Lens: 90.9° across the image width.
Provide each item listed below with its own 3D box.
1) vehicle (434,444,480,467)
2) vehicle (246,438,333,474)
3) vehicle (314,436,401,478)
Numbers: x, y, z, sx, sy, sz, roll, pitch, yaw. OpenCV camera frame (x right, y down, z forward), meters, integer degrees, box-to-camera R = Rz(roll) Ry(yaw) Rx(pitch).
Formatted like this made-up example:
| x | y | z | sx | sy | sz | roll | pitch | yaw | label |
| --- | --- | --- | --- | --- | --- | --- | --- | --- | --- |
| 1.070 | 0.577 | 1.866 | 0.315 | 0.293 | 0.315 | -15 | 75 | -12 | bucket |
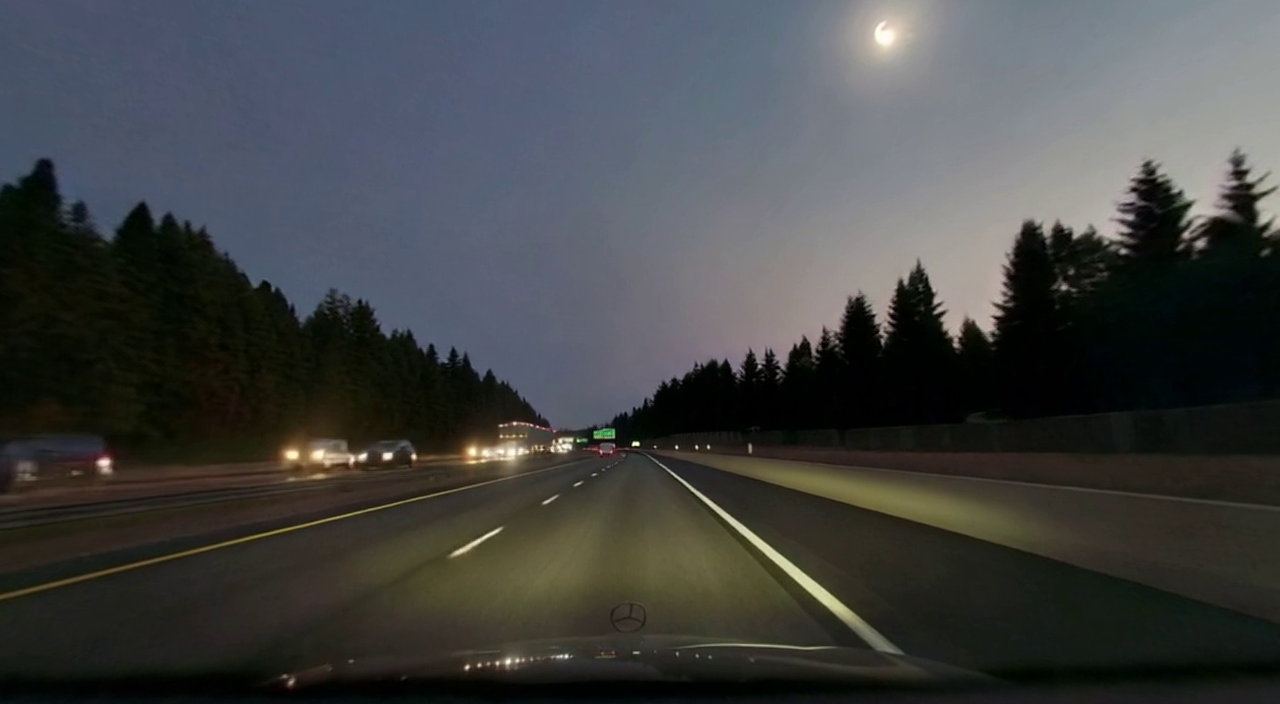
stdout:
| x | y | z | sx | sy | sz | roll | pitch | yaw | label |
| --- | --- | --- | --- | --- | --- | --- | --- | --- | --- |
| -12.529 | 7.105 | 43.309 | 1.887 | 1.507 | 4.030 | 0 | -9 | 1 | vehicle |
| -17.921 | 5.349 | 32.492 | 2.011 | 1.738 | 4.256 | 0 | -9 | 0 | vehicle |
| -12.424 | 4.648 | 28.016 | 1.869 | 1.684 | 4.115 | 0 | -9 | 1 | vehicle |
